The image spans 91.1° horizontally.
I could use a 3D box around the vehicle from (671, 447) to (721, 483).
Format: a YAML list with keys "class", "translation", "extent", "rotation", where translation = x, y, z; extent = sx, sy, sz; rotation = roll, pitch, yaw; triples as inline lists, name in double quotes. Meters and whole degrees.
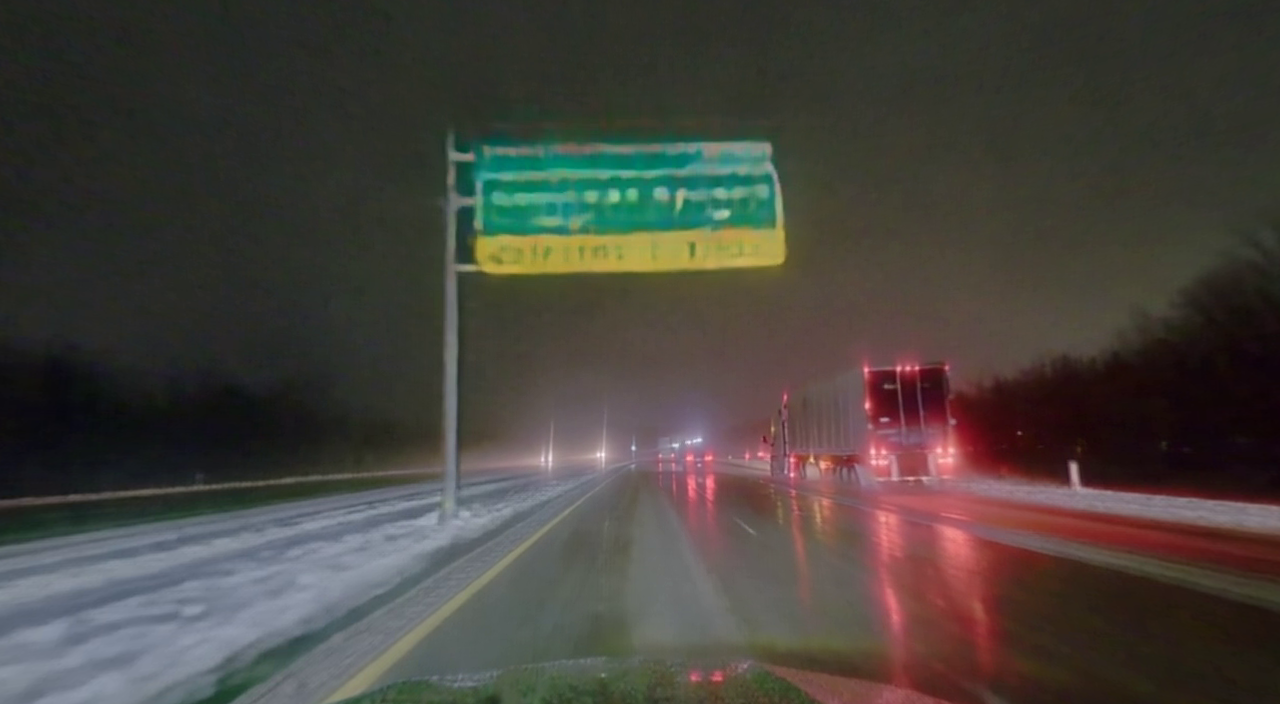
- class: "vehicle"
  translation: [2.606, 5.382, 30.133]
  extent: [2.024, 1.579, 3.707]
  rotation: [0, -9, 0]

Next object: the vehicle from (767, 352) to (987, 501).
- class: "vehicle"
  translation: [7.811, 3.065, 24.055]
  extent: [2.907, 4.042, 13.858]
  rotation: [0, -9, 0]
